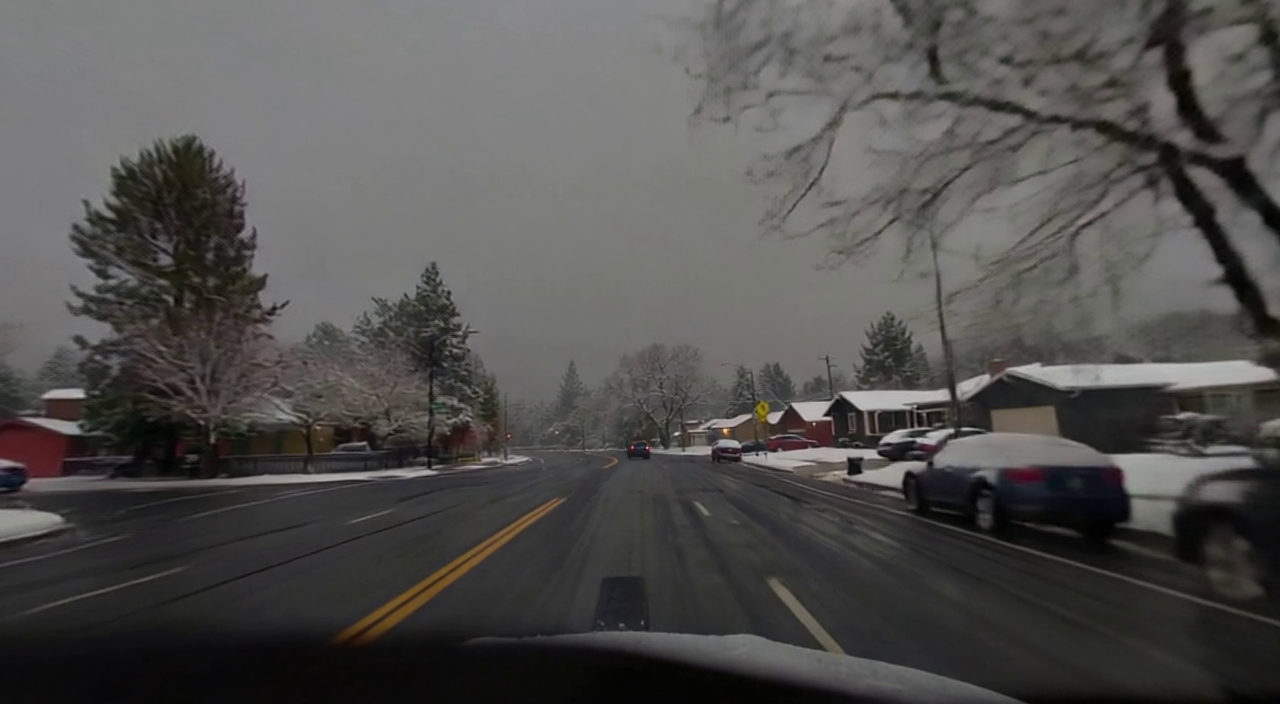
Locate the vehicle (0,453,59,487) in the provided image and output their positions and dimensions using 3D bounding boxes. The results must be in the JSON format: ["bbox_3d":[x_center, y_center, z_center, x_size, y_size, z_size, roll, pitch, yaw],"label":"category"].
[{"bbox_3d":[-31.450,5.868,31.622,1.866,1.484,4.553,4,-9,-24],"label":"vehicle"}]

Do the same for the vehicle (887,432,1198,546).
[{"bbox_3d":[6.387,2.200,10.951,2.235,1.515,4.782,0,-8,0],"label":"vehicle"}]

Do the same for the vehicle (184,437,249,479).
[{"bbox_3d":[-23.457,5.827,35.079,2.083,2.113,4.490,3,-9,-23],"label":"vehicle"}]

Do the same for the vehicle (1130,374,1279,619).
[{"bbox_3d":[6.511,0.936,3.544,2.878,1.927,5.774,0,-8,0],"label":"vehicle"}]
